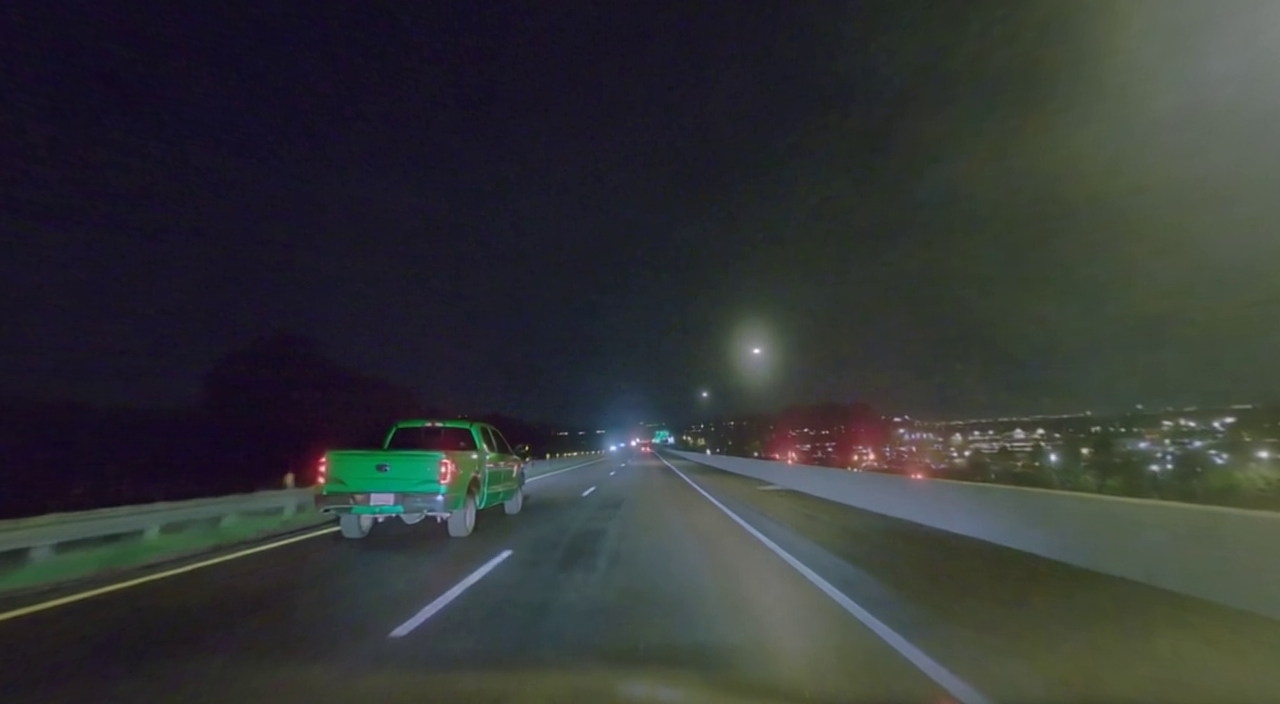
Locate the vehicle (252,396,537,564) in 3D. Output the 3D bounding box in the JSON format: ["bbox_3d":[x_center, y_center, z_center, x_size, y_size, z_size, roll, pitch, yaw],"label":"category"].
[{"bbox_3d":[-3.303,1.901,10.174,2.350,1.932,5.562,0,-8,0],"label":"vehicle"}]
